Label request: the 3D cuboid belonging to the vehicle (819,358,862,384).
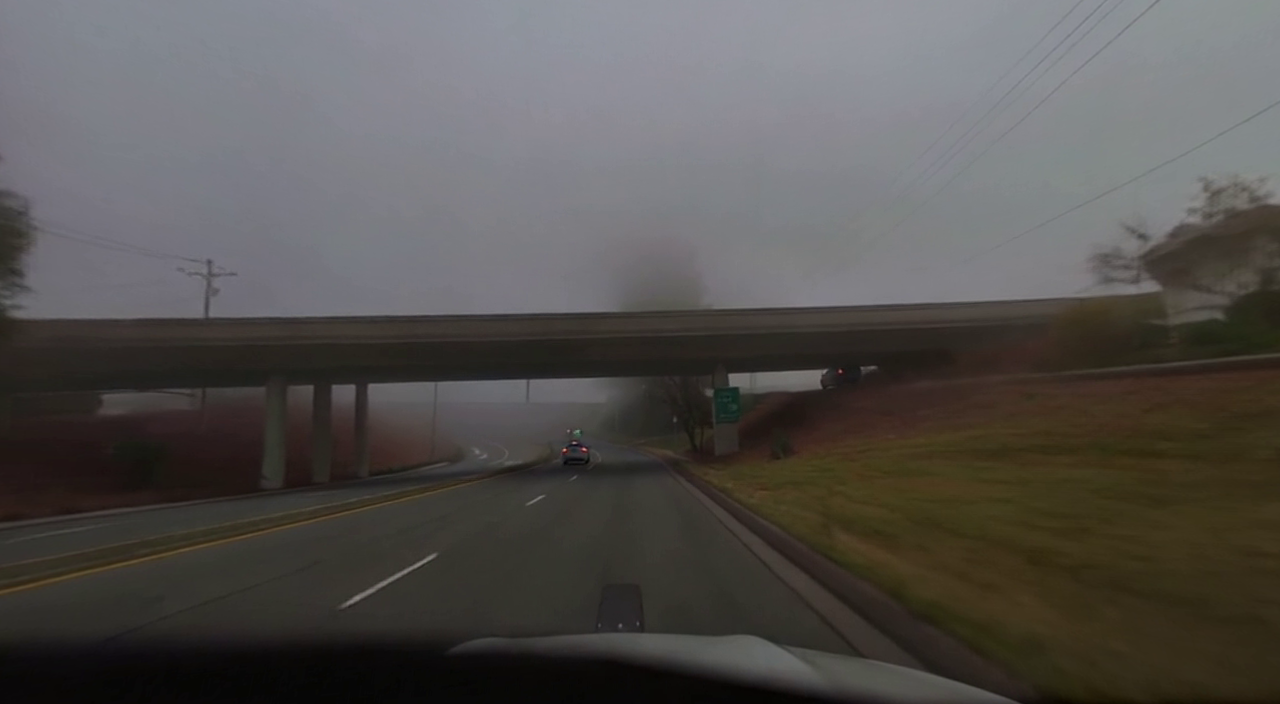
[{"bbox_3d":[15.402,1.496,48.775,2.058,1.475,4.587,1,-7,4],"label":"vehicle"}]
